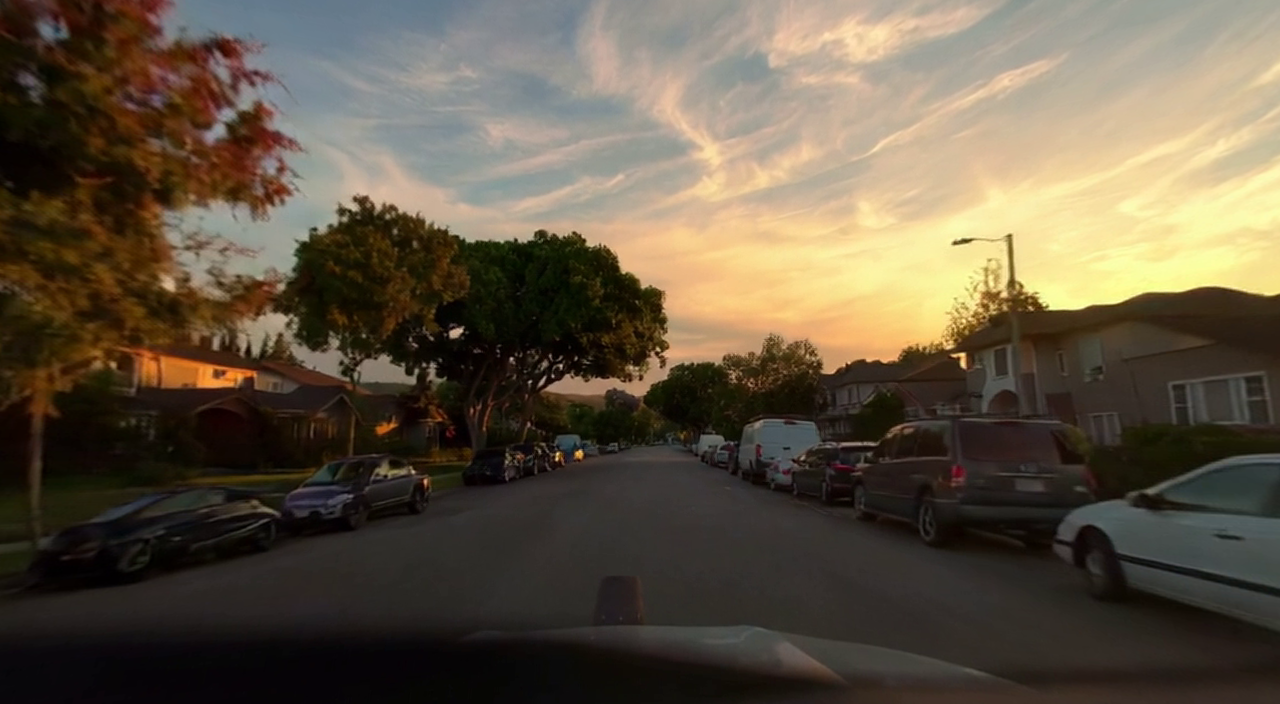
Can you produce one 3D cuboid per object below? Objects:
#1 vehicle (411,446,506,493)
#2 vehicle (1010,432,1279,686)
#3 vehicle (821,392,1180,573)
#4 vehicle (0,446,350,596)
[{"bbox_3d":[-6.336,4.143,22.748,1.869,1.467,4.921,-1,-8,1],"label":"vehicle"},{"bbox_3d":[4.570,1.222,3.875,1.811,1.439,4.521,0,-8,-1],"label":"vehicle"},{"bbox_3d":[4.588,1.781,9.481,2.072,1.883,5.576,0,-8,0],"label":"vehicle"},{"bbox_3d":[-6.292,2.152,9.105,1.840,1.476,4.739,-2,-8,2],"label":"vehicle"}]
